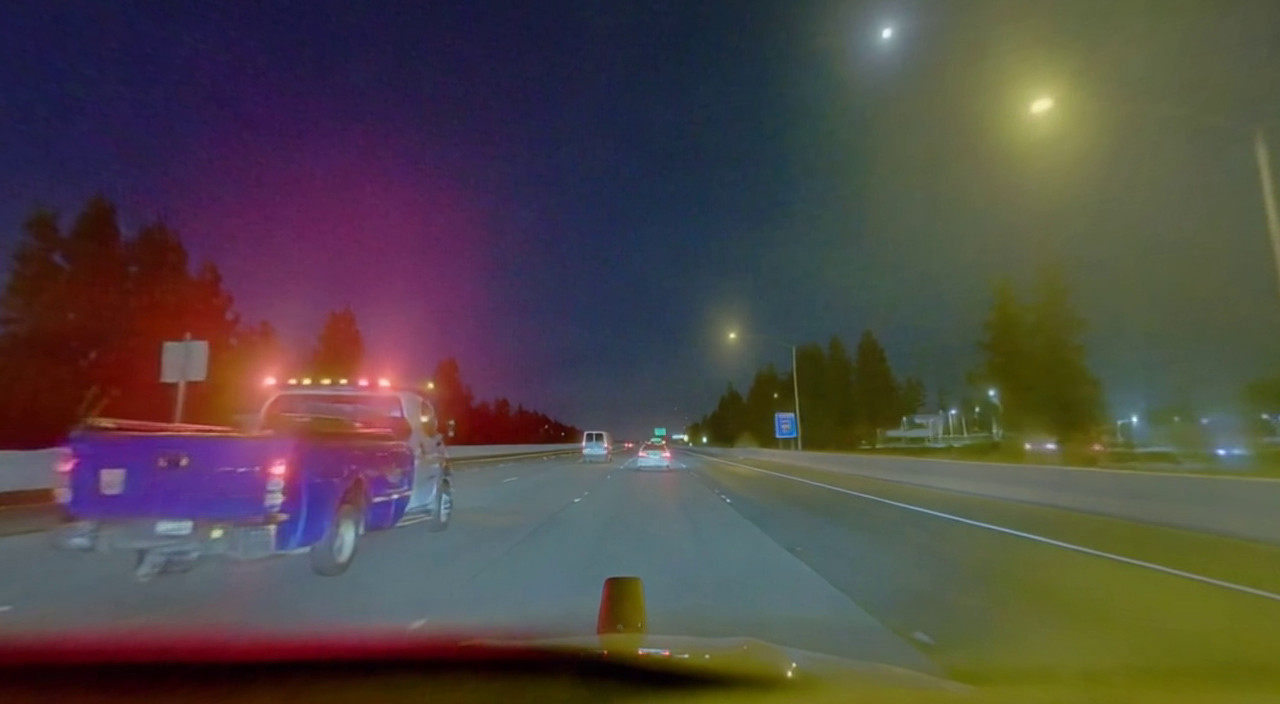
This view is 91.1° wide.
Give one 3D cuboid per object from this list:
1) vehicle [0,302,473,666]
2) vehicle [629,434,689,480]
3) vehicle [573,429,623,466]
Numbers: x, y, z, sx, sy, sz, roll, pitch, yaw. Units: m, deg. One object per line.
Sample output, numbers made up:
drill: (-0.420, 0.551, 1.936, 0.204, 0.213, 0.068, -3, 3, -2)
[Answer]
vehicle: (-3.648, 1.123, 6.394, 2.292, 2.070, 5.532, 0, -8, 1)
vehicle: (0.697, 4.137, 25.019, 2.165, 1.653, 4.456, 0, -8, 0)
vehicle: (-2.530, 5.972, 39.463, 2.526, 2.146, 5.594, 0, -8, 2)
